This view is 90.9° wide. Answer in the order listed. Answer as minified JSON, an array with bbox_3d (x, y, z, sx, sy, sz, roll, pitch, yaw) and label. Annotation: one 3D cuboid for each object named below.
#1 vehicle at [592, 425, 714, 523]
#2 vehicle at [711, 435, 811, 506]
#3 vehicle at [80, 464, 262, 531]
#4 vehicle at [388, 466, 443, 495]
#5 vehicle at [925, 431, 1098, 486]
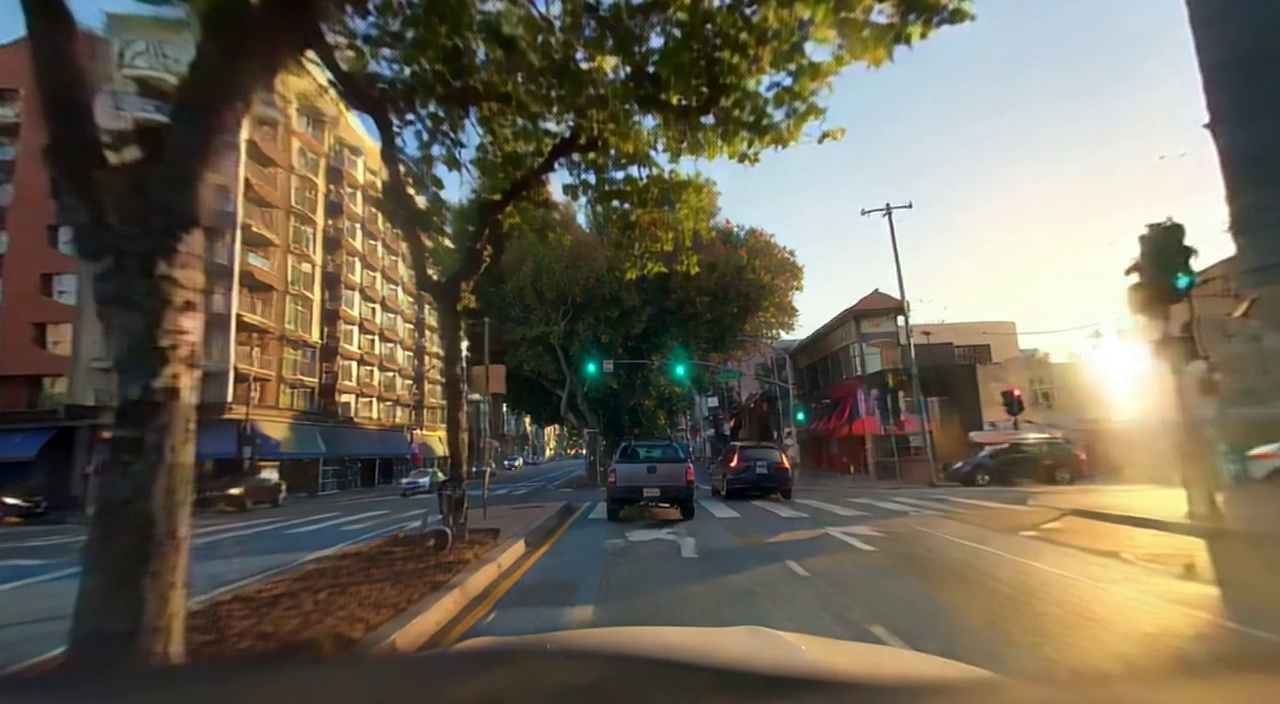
[{"bbox_3d":[0.216,2.515,13.529,2.209,1.748,4.130,0,-9,0],"label":"vehicle"},{"bbox_3d":[3.290,3.301,17.976,1.939,1.746,4.091,0,-9,-1],"label":"vehicle"},{"bbox_3d":[-13.721,4.241,18.877,2.035,1.619,4.327,0,-9,1],"label":"vehicle"},{"bbox_3d":[-14.107,8.085,39.886,1.856,1.521,4.309,0,-9,0],"label":"vehicle"},{"bbox_3d":[14.093,4.079,24.256,5.156,2.005,2.122,-1,-9,6],"label":"vehicle"}]
